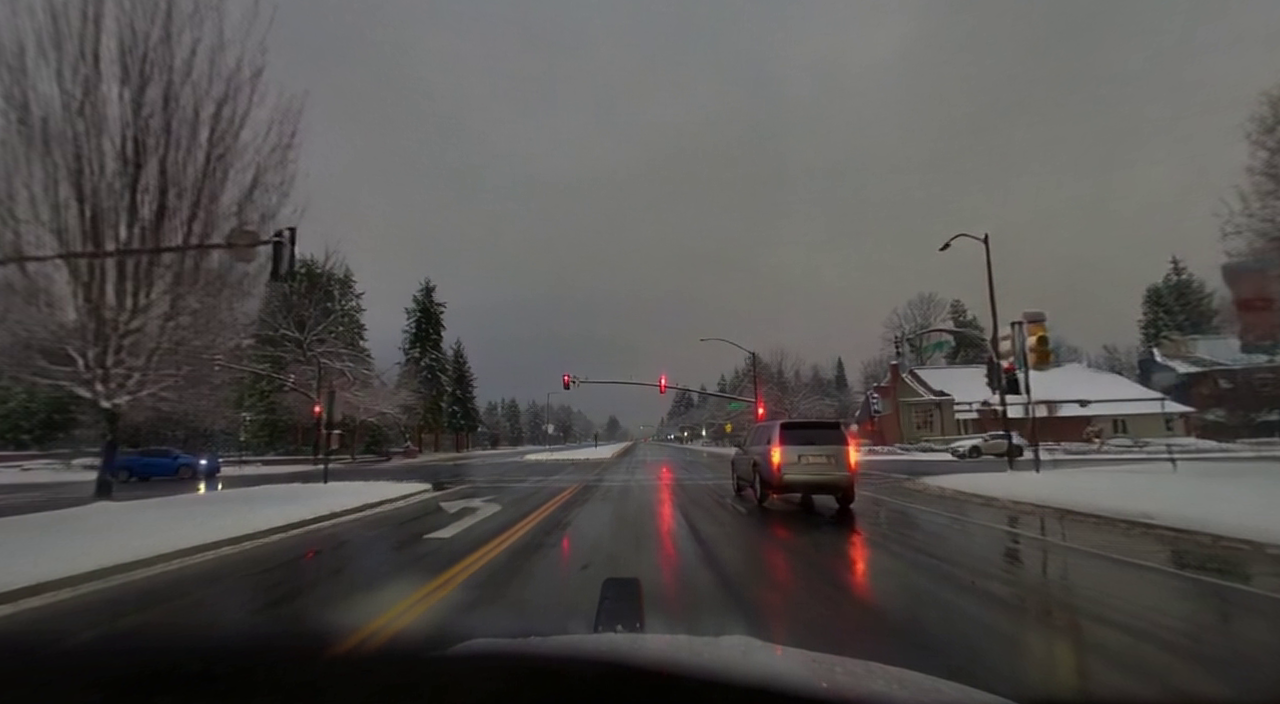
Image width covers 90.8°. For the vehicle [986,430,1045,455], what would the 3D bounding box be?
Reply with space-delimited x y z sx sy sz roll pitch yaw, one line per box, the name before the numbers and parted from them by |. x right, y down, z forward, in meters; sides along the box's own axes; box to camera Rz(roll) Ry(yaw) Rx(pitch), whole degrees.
vehicle | 27.280 6.600 46.063 1.883 1.685 3.953 -1 -9 2

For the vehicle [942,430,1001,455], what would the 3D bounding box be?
vehicle | 24.055 6.593 45.978 1.896 1.760 4.107 0 -9 -2

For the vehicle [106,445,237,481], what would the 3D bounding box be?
vehicle | -23.212 5.504 31.457 4.737 1.659 2.042 0 -9 -5

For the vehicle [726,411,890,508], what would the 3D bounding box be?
vehicle | 3.478 2.384 14.330 2.229 1.795 4.927 0 -9 -2
